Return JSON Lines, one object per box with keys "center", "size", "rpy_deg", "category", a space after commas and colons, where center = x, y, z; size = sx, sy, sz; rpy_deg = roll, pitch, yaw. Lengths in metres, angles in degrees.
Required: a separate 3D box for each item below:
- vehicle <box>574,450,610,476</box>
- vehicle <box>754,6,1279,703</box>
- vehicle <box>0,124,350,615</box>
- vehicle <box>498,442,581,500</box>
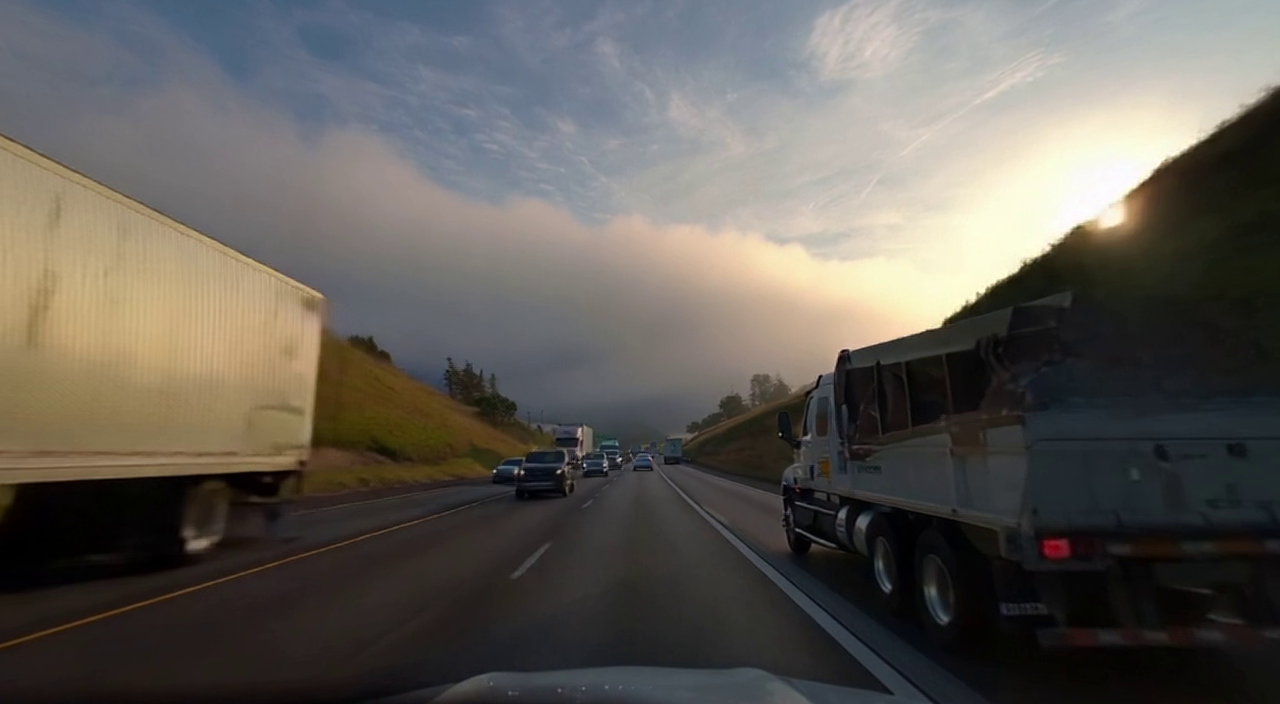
{"center": [-3.077, 7.173, 40.910], "size": [2.005, 1.598, 3.684], "rpy_deg": [0, -9, 1], "category": "vehicle"}
{"center": [3.215, 0.369, 6.354], "size": [2.959, 3.973, 5.928], "rpy_deg": [0, -9, 0], "category": "vehicle"}
{"center": [-6.783, 0.028, 4.477], "size": [2.849, 4.061, 13.858], "rpy_deg": [0, -9, 0], "category": "vehicle"}
{"center": [-3.194, 3.859, 20.880], "size": [2.008, 1.671, 4.126], "rpy_deg": [0, -9, 1], "category": "vehicle"}
